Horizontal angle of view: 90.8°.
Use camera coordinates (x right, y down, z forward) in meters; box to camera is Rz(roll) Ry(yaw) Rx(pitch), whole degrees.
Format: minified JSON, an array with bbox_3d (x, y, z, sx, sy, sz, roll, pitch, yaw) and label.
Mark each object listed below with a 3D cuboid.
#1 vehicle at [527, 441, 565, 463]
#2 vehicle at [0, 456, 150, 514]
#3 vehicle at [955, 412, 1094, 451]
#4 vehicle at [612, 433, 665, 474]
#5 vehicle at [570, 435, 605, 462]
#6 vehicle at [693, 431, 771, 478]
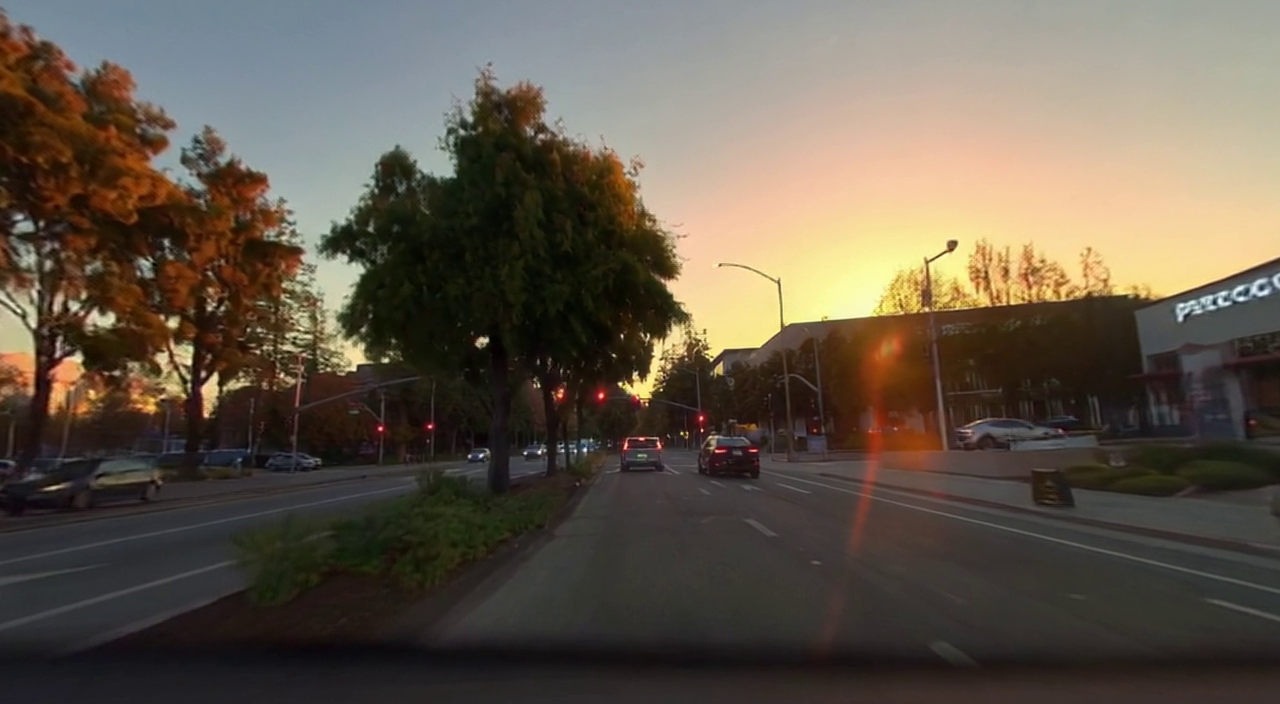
[{"bbox_3d":[-6.660,7.109,45.048,1.954,1.473,4.350,0,-9,1],"label":"vehicle"},{"bbox_3d":[-17.900,4.039,19.636,1.832,1.515,4.369,0,-9,-1],"label":"vehicle"},{"bbox_3d":[15.639,3.294,25.913,4.344,1.512,1.936,-1,-9,5],"label":"vehicle"},{"bbox_3d":[-0.142,4.469,27.959,2.146,1.685,4.003,0,-9,-2],"label":"vehicle"},{"bbox_3d":[-3.603,6.795,44.369,2.106,1.778,4.444,0,-9,0],"label":"vehicle"},{"bbox_3d":[3.540,4.078,25.299,2.198,1.660,4.512,0,-9,-3],"label":"vehicle"}]
